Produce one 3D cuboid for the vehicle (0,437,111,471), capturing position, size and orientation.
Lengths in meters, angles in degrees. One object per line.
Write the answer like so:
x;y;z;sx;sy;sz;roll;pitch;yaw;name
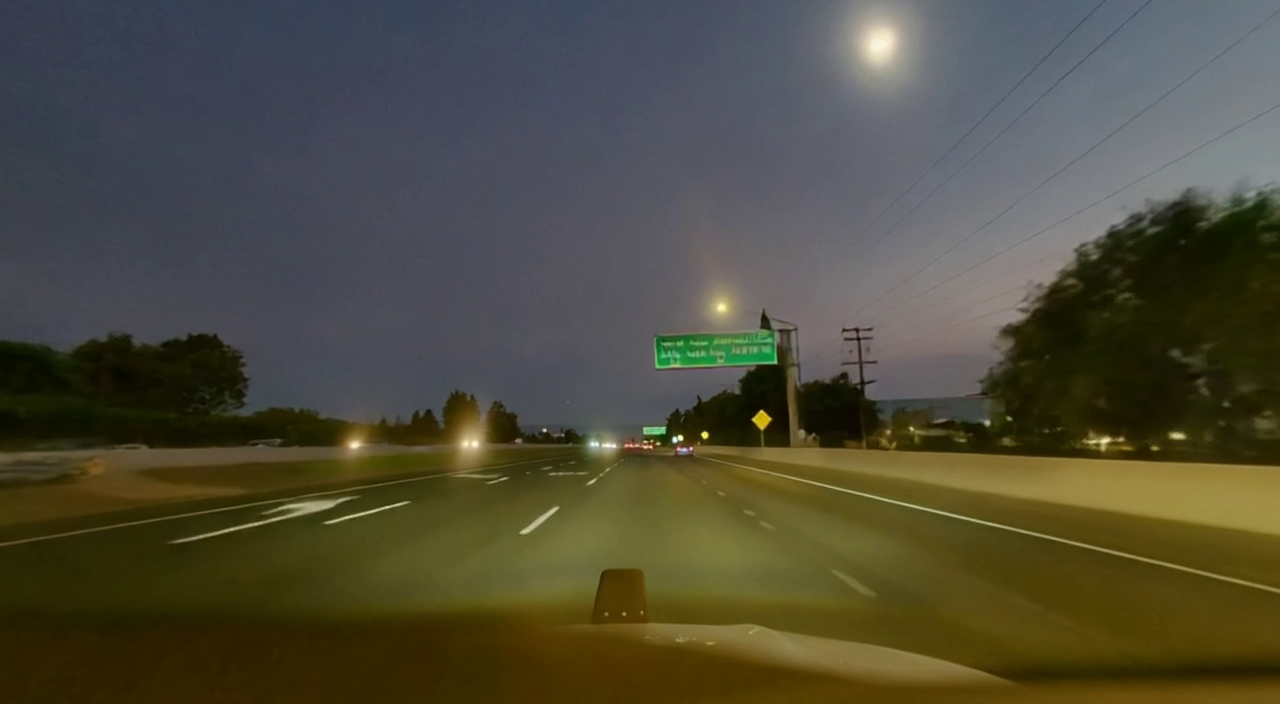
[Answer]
-30.482;5.276;32.849;1.842;1.653;4.523;0;-8;0;vehicle
